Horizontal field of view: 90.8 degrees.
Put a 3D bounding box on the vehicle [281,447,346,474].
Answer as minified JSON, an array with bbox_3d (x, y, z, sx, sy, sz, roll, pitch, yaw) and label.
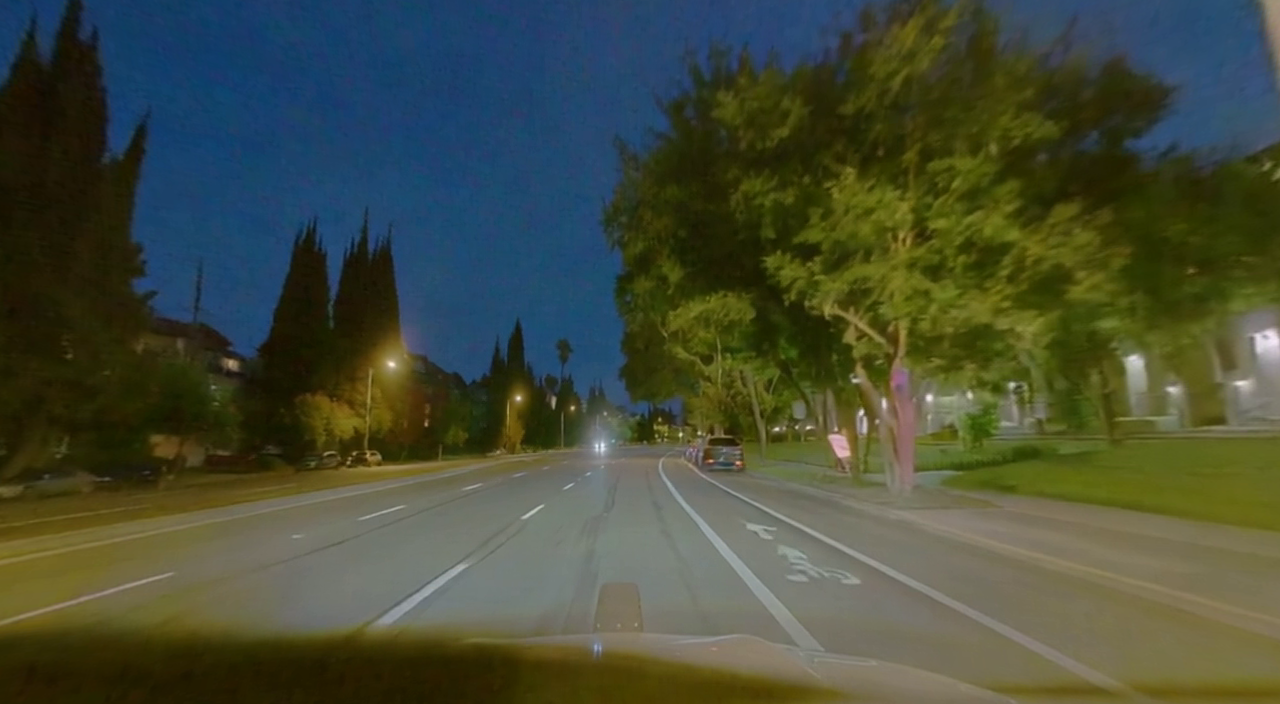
[{"bbox_3d":[-24.155,8.019,46.947,2.120,1.824,4.908,-1,-8,2],"label":"vehicle"}]

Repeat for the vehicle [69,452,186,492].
[{"bbox_3d":[-24.520,5.729,30.449,1.999,1.720,4.253,0,-8,1],"label":"vehicle"}]

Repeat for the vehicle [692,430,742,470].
[{"bbox_3d":[3.578,4.651,30.068,2.013,1.710,4.403,-1,-8,3],"label":"vehicle"}]

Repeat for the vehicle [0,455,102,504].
[{"bbox_3d":[-24.413,5.098,25.504,1.864,1.575,4.149,-3,-6,-3],"label":"vehicle"}]
